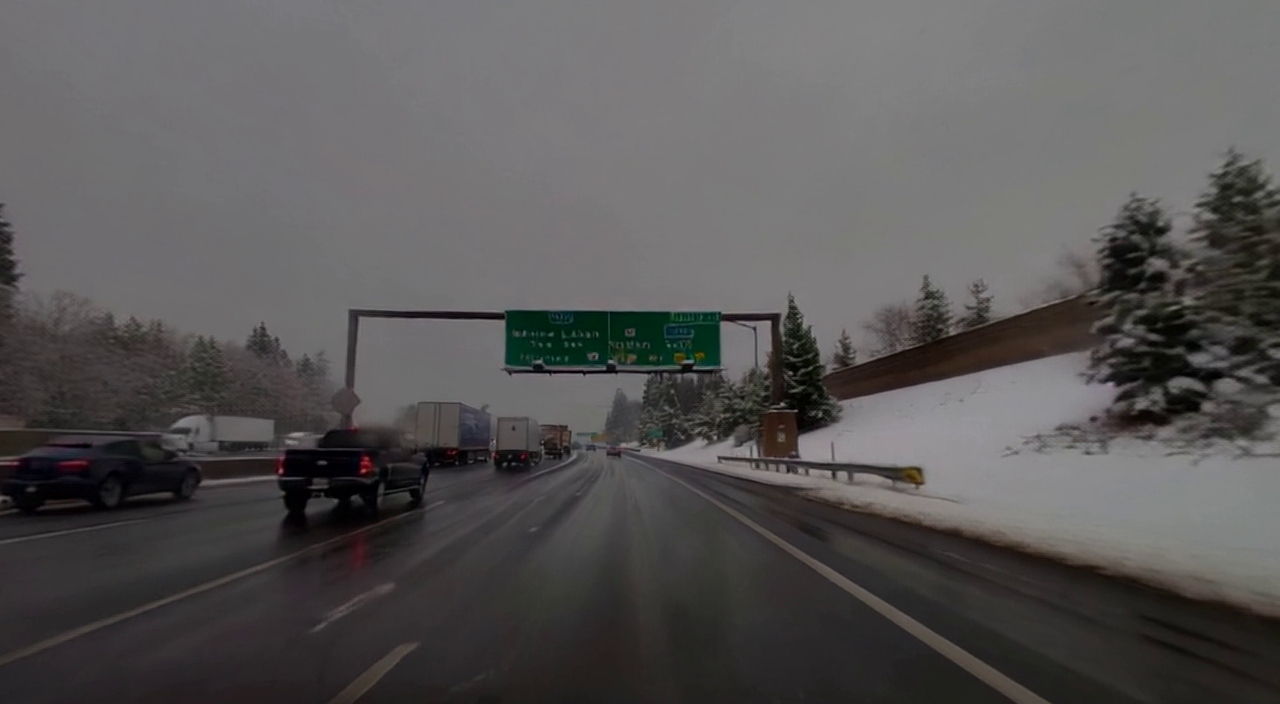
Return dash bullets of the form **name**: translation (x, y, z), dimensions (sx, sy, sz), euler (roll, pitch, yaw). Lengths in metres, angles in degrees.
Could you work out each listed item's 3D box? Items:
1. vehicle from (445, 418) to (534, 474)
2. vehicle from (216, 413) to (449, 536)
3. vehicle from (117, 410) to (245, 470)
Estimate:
- **vehicle**: translation (-8.423, 5.592, 37.676), dimensions (3.270, 2.674, 14.547), euler (1, -8, -6)
- **vehicle**: translation (-5.318, 2.192, 12.013), dimensions (2.093, 1.785, 5.303), euler (0, -8, -4)
- **vehicle**: translation (-28.539, 5.595, 39.907), dimensions (2.846, 3.386, 7.392), euler (1, -9, -4)
